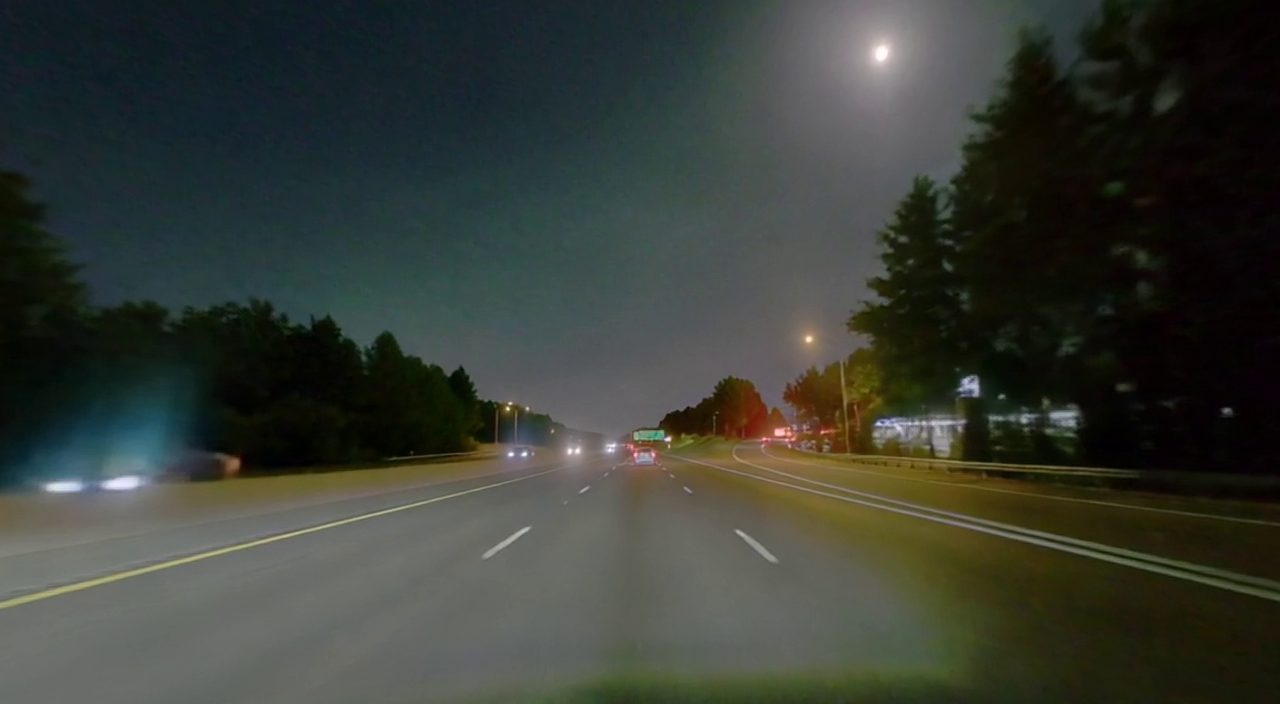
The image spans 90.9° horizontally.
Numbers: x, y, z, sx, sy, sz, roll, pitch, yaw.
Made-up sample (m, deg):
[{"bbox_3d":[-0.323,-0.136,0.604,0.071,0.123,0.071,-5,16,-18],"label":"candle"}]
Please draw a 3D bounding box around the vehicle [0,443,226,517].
[{"bbox_3d":[-12.596,3.031,15.438,1.898,1.514,4.398,0,-9,0],"label":"vehicle"}]

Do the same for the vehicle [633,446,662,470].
[{"bbox_3d":[0.521,7.945,47.254,2.087,1.682,4.388,0,-9,0],"label":"vehicle"}]
